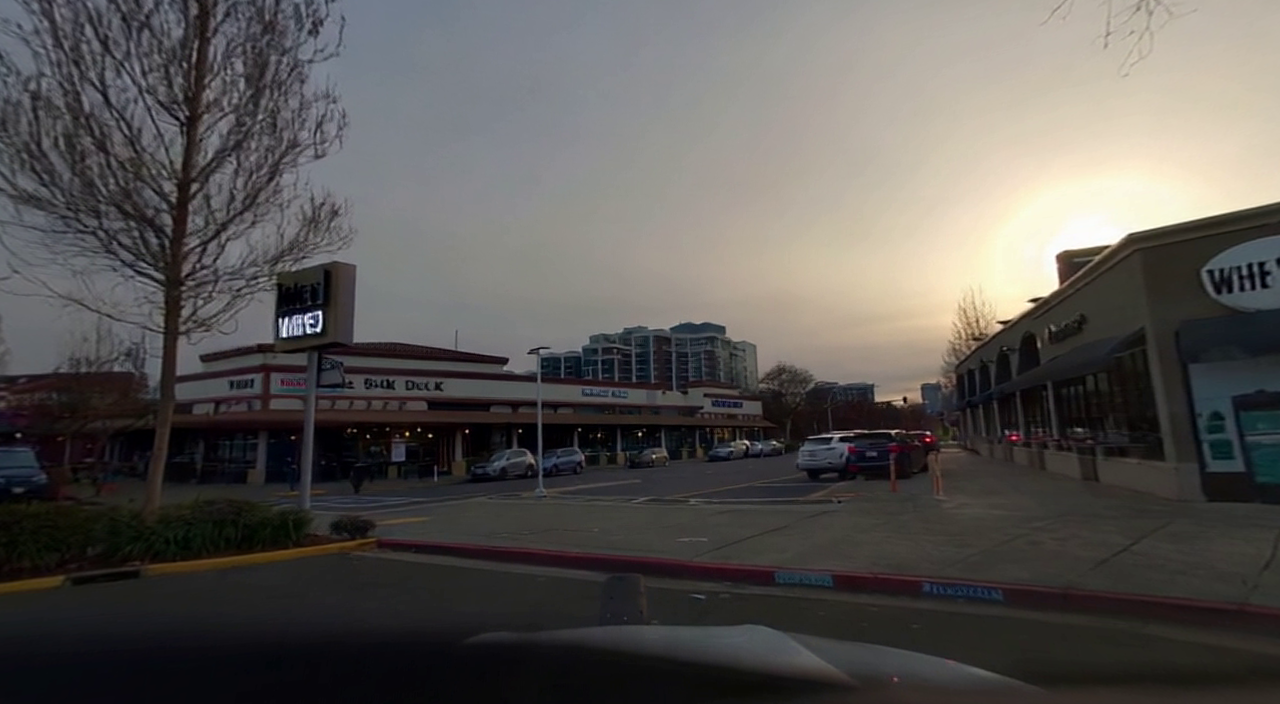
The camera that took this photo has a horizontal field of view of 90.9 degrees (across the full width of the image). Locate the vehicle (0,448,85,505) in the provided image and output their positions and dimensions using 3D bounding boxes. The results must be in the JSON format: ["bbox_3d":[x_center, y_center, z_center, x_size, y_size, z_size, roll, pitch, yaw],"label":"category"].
[{"bbox_3d":[-23.938,4.803,24.714,4.748,2.013,2.150,-7,-11,36],"label":"vehicle"}]

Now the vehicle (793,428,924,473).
[{"bbox_3d":[8.925,4.034,25.834,4.706,1.663,1.993,-5,-10,29],"label":"vehicle"}]

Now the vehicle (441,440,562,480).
[{"bbox_3d":[-6.028,4.706,27.598,4.814,1.618,1.869,-2,-9,15],"label":"vehicle"}]
